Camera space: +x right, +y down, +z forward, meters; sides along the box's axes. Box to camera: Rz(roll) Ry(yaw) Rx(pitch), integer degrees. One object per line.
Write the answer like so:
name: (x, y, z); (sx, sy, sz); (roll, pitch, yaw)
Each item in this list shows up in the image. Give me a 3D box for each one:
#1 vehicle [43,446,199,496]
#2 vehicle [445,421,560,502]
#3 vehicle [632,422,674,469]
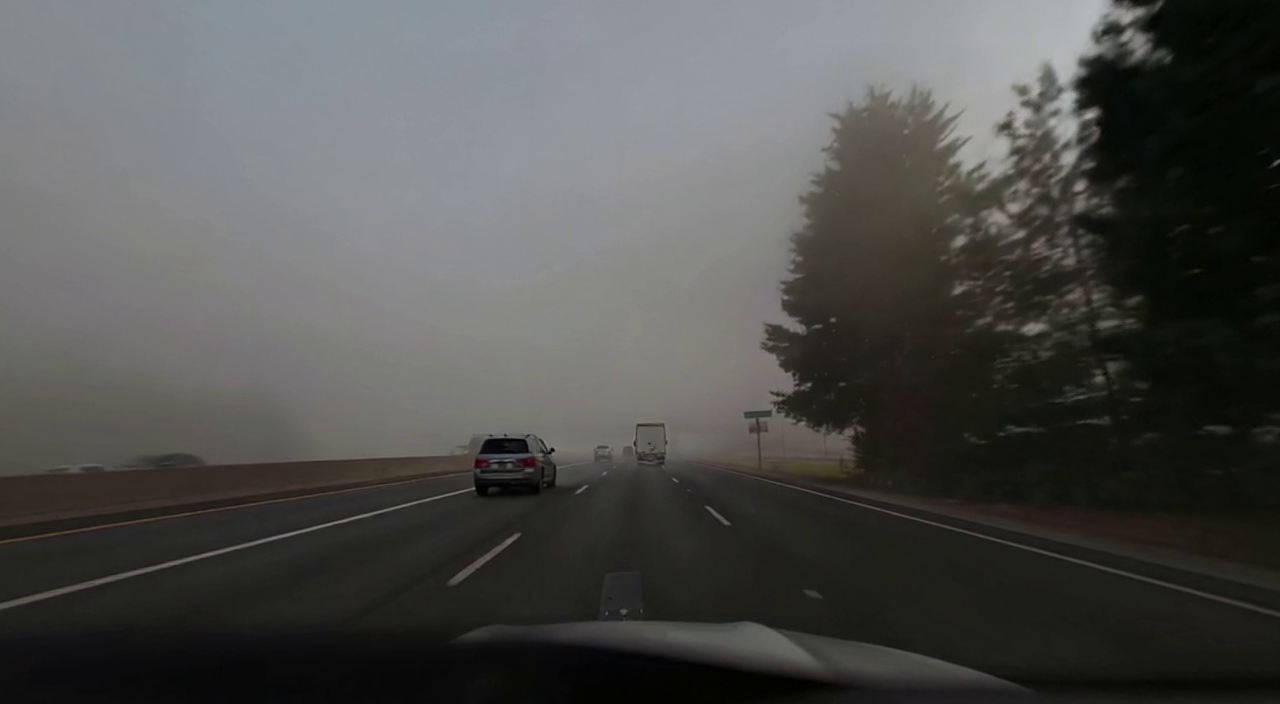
vehicle: (-19.879, 4.553, 24.476); (2.082, 1.713, 4.606); (0, -9, 1)
vehicle: (-3.937, 3.300, 19.307); (2.233, 2.093, 5.565); (0, -9, 0)
vehicle: (0.814, 6.766, 45.442); (2.790, 3.075, 7.414); (0, -9, -1)
